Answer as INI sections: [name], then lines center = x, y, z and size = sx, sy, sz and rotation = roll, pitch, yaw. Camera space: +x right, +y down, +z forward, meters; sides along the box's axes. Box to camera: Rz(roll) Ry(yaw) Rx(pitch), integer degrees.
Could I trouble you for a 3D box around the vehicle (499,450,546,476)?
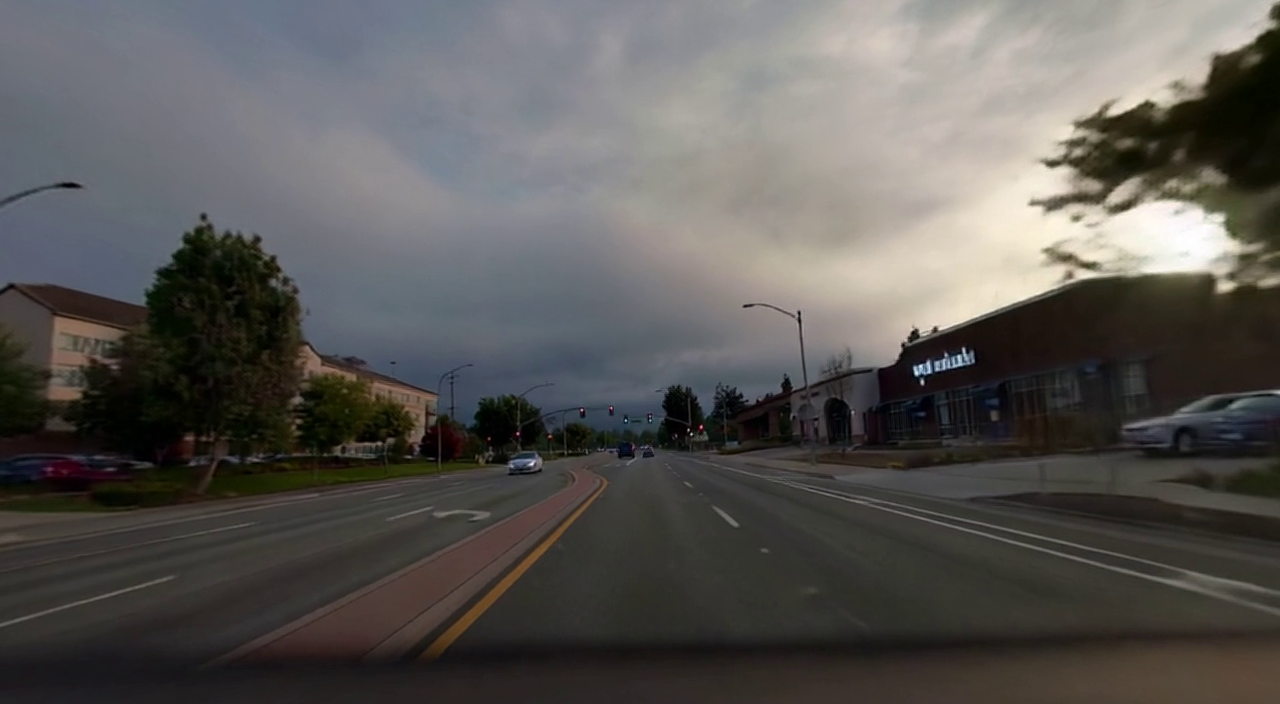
[vehicle]
center = -7.098, 6.743, 38.473
size = 1.954, 1.451, 4.536
rotation = 0, -8, 1
